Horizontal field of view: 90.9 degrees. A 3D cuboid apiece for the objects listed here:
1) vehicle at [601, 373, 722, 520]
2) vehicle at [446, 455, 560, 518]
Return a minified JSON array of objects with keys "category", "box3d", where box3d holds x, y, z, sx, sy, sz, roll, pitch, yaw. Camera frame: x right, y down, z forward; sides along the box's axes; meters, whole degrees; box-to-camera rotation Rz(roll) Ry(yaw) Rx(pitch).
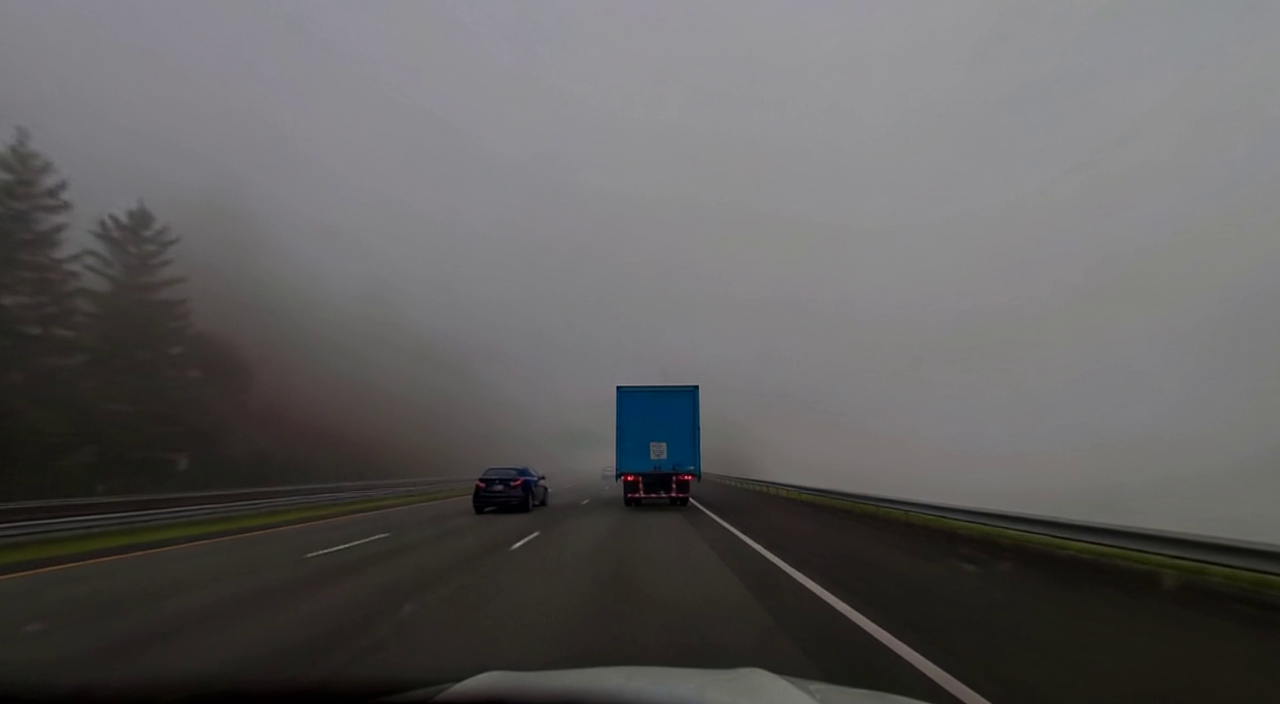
[{"category":"vehicle","box3d":[0.580,3.220,20.748,3.008,3.678,9.512,1,-10,0]},{"category":"vehicle","box3d":[-3.668,3.759,17.945,2.079,1.506,4.821,0,-10,1]}]
